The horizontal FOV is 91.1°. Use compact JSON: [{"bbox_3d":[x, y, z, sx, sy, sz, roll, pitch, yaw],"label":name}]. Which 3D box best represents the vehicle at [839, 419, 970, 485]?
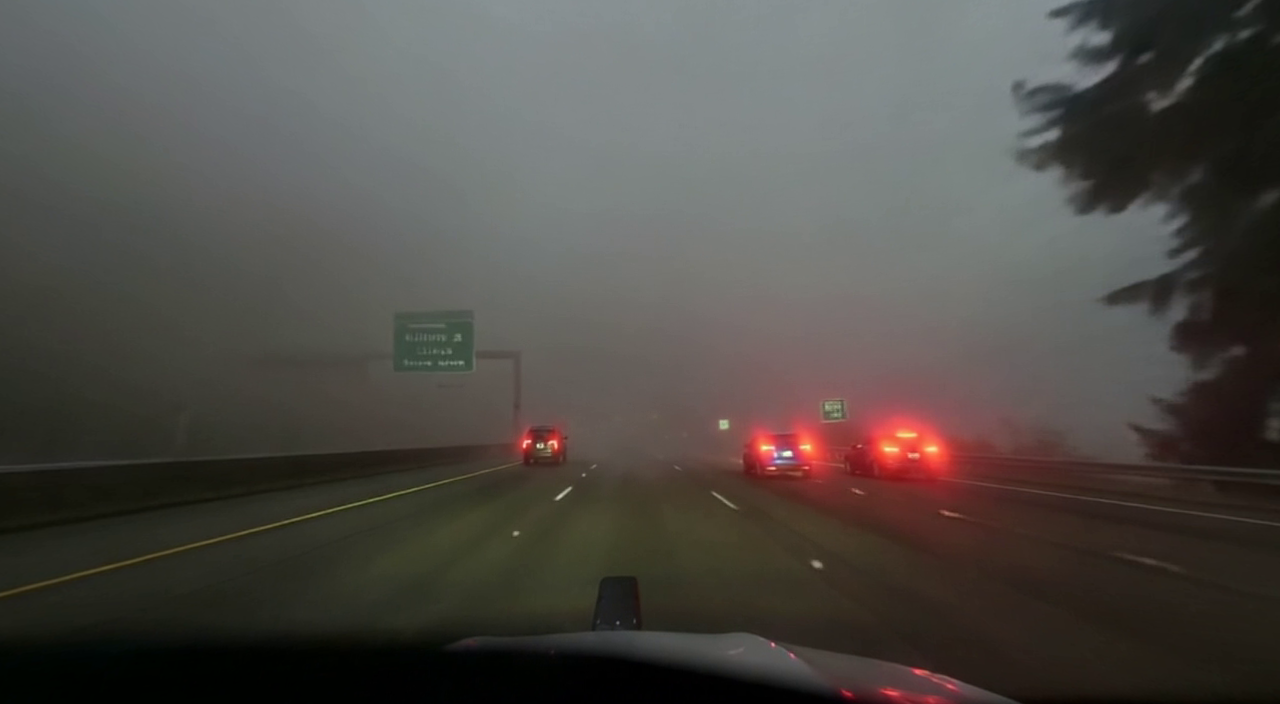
[{"bbox_3d":[7.290,2.783,17.844,1.956,1.634,3.935,0,-8,-1],"label":"vehicle"}]

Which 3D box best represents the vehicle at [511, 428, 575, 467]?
[{"bbox_3d":[-3.913,3.912,26.129,2.032,1.465,4.316,0,-8,-1],"label":"vehicle"}]

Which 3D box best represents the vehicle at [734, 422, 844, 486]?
[{"bbox_3d":[4.030,2.821,17.757,2.011,1.576,4.060,0,-8,-2],"label":"vehicle"}]
